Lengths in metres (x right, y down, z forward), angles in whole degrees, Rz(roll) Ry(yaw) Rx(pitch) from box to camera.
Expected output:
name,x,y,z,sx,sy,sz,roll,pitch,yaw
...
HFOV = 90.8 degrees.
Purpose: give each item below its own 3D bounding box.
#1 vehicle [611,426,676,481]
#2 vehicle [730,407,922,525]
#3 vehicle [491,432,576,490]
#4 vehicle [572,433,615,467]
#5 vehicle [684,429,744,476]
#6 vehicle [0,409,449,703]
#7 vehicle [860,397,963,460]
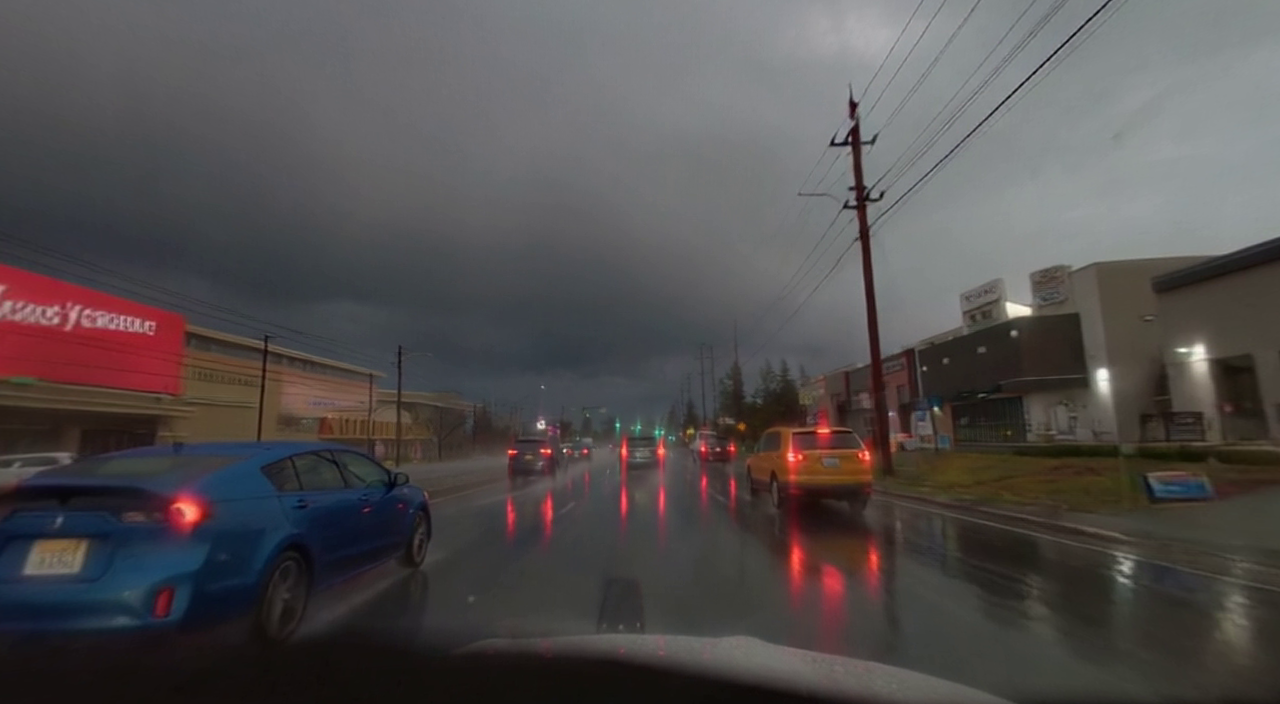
name,x,y,z,sx,sy,sz,roll,pitch,yaw
vehicle,0.088,3.955,24.801,2.326,1.925,4.253,0,-8,-1
vehicle,3.380,2.211,12.791,2.282,1.897,4.915,0,-8,-1
vehicle,-3.310,3.483,20.481,2.051,1.671,3.861,0,-8,0
vehicle,-2.936,6.365,41.295,2.405,2.009,5.909,0,-8,0
vehicle,3.148,4.401,27.814,2.026,1.904,4.102,0,-8,-2
vehicle,-3.277,1.348,5.208,2.022,1.498,4.471,0,-8,0
vehicle,12.519,3.661,29.651,2.477,2.665,5.203,0,-8,0
